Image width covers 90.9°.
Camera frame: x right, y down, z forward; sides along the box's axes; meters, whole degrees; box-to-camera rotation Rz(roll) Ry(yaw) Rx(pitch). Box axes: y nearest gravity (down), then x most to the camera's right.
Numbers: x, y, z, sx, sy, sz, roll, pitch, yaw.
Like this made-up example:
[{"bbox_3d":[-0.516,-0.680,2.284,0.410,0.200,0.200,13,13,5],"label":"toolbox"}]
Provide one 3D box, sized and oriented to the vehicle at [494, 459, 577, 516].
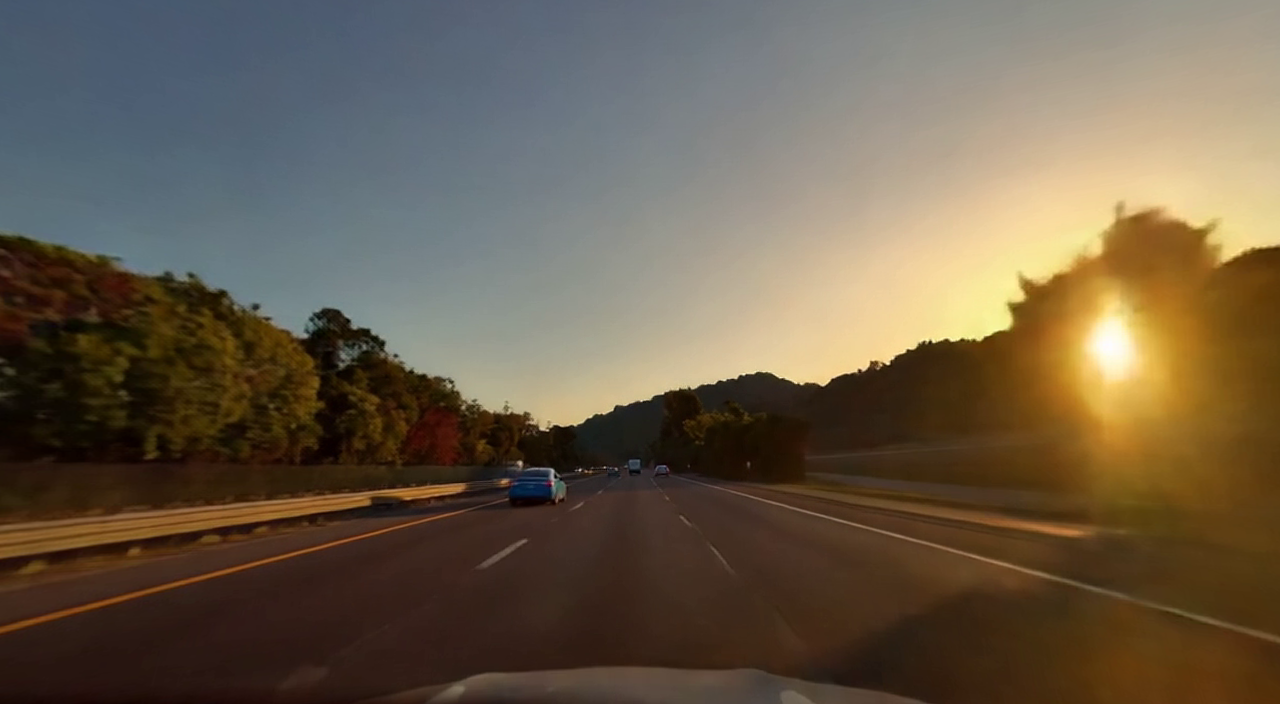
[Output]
[{"bbox_3d":[-3.121,4.154,19.652,1.797,1.532,4.072,1,-10,1],"label":"vehicle"}]
